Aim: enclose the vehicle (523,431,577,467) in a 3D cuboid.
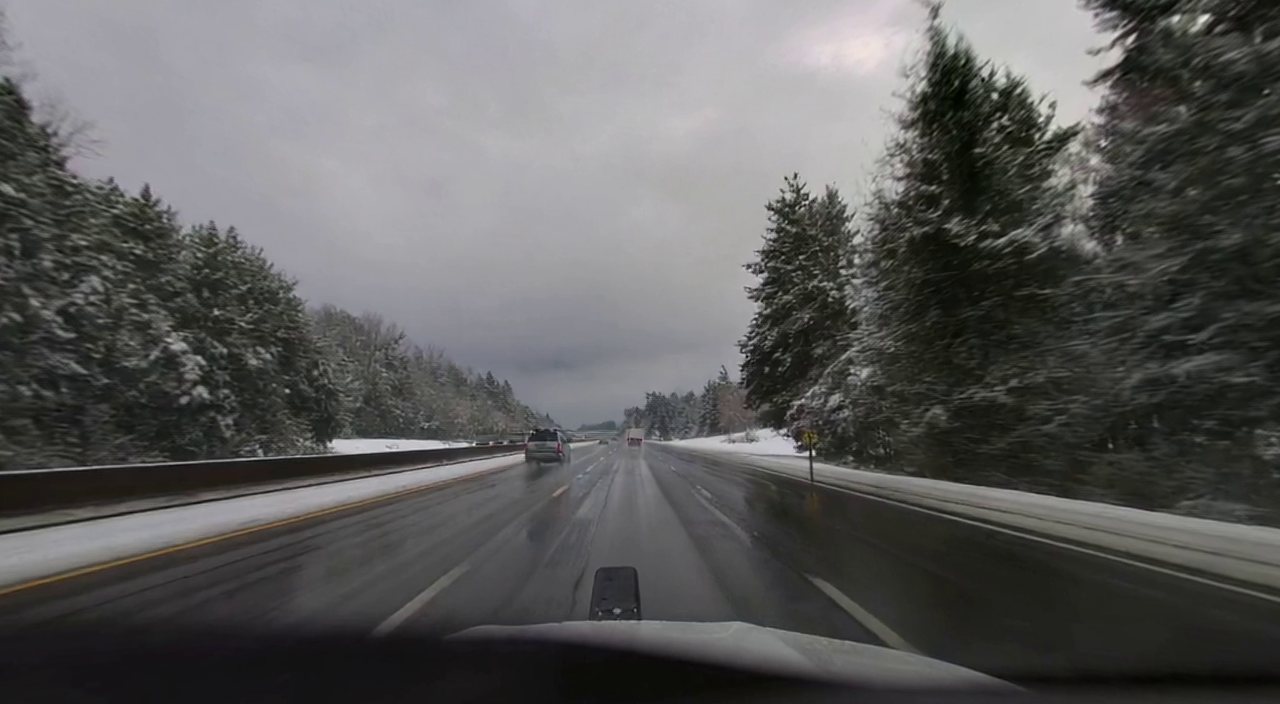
[{"bbox_3d":[-4.248,4.634,30.338,2.003,1.626,4.256,0,-8,0],"label":"vehicle"}]
